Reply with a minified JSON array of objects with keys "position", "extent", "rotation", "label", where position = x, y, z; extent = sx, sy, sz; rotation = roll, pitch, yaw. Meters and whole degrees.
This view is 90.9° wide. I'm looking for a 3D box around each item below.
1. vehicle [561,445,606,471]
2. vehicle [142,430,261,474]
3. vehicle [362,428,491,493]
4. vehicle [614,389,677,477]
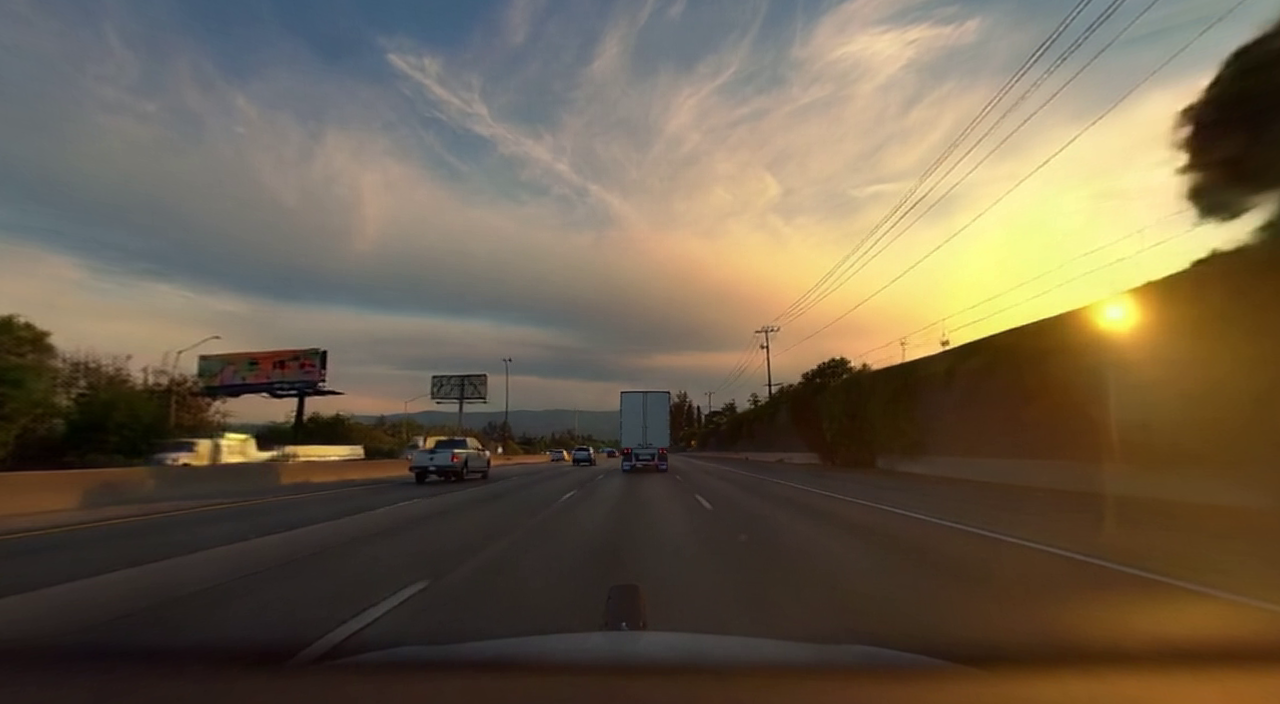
[{"position":[-3.464,6.602,39.502],"extent":[2.138,1.469,4.677],"rotation":[-1,-8,3],"label":"vehicle"},{"position":[-32.583,7.487,47.417],"extent":[3.069,3.009,8.042],"rotation":[-1,-8,1],"label":"vehicle"},{"position":[-7.109,3.691,21.851],"extent":[2.263,1.936,5.802],"rotation":[-1,-8,2],"label":"vehicle"},{"position":[0.412,4.586,35.010],"extent":[2.879,4.027,11.243],"rotation":[-1,-8,2],"label":"vehicle"}]
